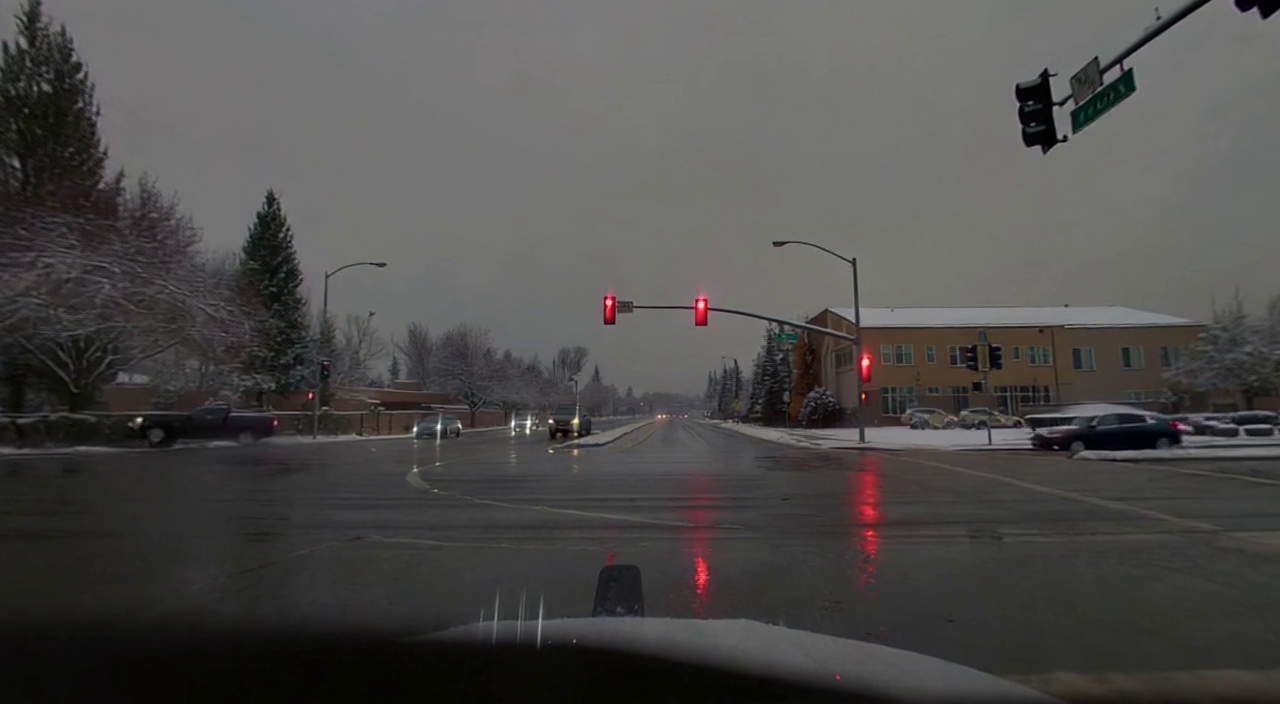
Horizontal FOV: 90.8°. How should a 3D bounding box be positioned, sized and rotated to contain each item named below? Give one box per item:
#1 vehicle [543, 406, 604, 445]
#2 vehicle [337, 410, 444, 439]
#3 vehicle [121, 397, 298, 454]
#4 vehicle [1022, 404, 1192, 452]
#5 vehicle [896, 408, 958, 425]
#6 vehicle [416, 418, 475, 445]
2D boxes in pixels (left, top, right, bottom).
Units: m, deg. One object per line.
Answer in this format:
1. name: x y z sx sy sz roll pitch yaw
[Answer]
1. vehicle: -3.456 4.032 33.918 2.306 1.907 5.382 -1 -9 4
2. vehicle: -17.141 5.099 43.761 6.496 1.847 2.164 8 -12 -42
3. vehicle: -16.166 2.864 23.995 2.340 1.902 4.920 -6 -10 35
4. vehicle: 16.733 2.790 22.885 4.454 1.643 1.809 -2 -9 13
5. vehicle: 21.990 4.942 48.447 3.933 1.219 1.700 -1 -9 3
6. vehicle: -11.541 4.821 37.824 1.899 1.510 4.294 -1 -9 4
